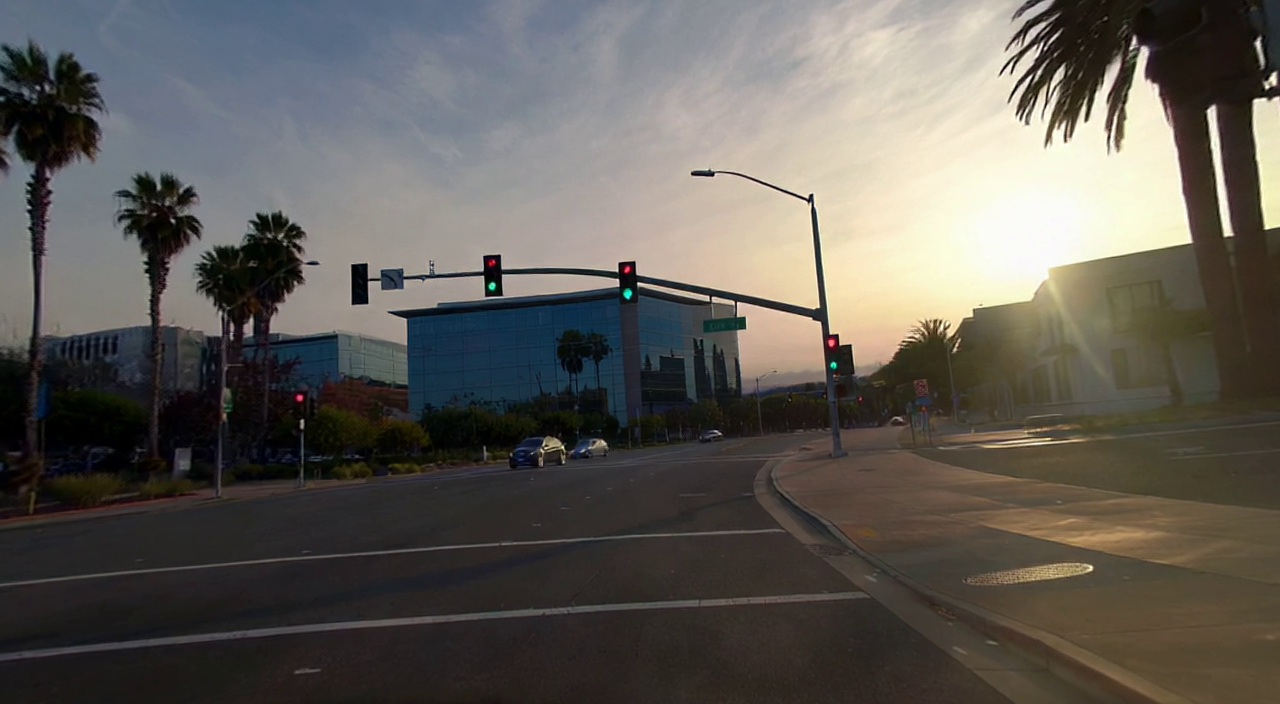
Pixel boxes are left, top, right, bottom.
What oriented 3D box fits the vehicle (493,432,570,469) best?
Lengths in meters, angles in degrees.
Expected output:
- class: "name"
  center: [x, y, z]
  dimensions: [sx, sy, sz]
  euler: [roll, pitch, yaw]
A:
- class: "vehicle"
  center: [-5.669, 5.231, 33.632]
  dimensions: [2.181, 1.792, 4.648]
  euler: [-3, -9, 16]
